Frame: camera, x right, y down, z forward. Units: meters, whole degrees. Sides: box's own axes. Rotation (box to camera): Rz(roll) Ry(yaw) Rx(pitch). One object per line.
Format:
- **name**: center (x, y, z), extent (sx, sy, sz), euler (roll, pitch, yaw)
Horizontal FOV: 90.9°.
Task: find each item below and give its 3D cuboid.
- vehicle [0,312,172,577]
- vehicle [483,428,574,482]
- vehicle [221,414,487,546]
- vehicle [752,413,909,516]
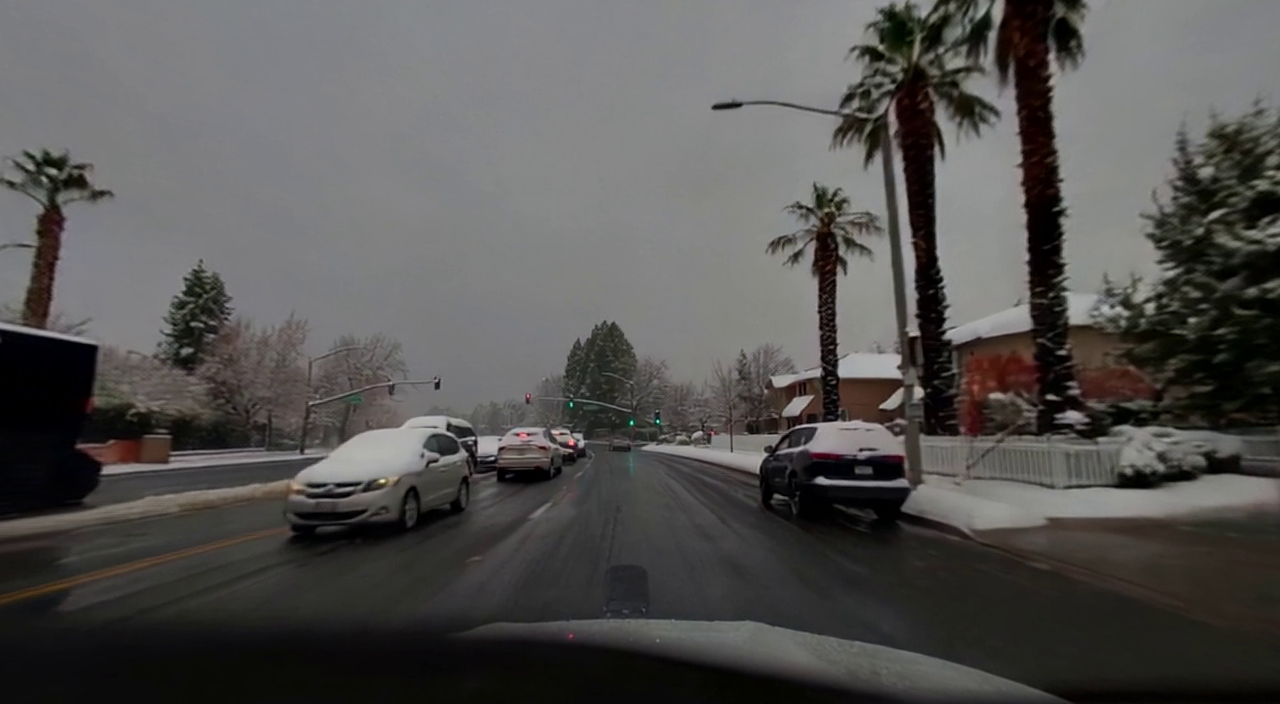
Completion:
- **vehicle**: center (-6.941, 0.697, 4.659), extent (2.155, 2.399, 6.101), euler (-1, -8, 1)
- **vehicle**: center (-3.661, 3.474, 21.645), extent (2.181, 1.636, 4.504), euler (-1, -8, 2)
- **vehicle**: center (-3.996, 1.854, 9.809), extent (2.051, 1.572, 4.207), euler (-1, -8, 2)
- **vehicle**: center (3.688, 2.247, 13.101), extent (1.801, 1.746, 4.325), euler (0, -8, -1)
